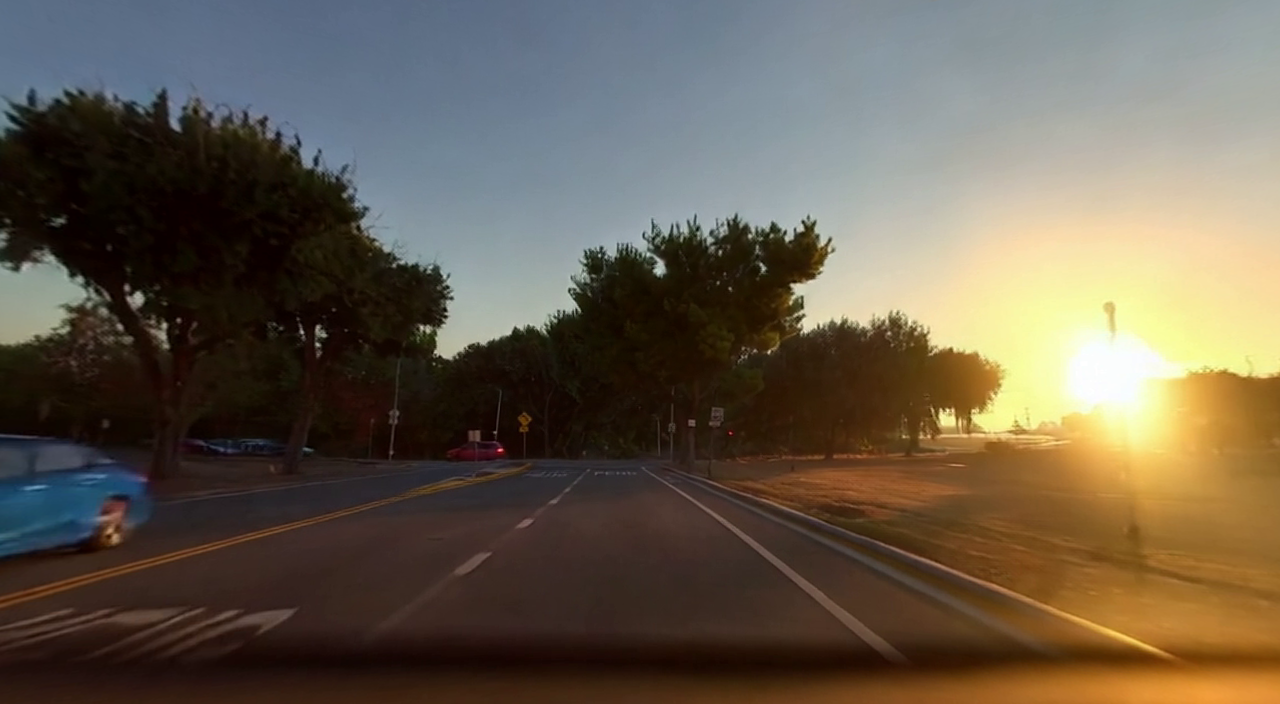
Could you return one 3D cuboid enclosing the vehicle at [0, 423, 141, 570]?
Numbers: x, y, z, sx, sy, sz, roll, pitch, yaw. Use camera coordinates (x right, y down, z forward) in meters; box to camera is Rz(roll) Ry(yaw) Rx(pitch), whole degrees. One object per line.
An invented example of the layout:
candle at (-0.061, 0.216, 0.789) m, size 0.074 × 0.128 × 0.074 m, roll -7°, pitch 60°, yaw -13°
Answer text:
vehicle at (-8.017, 1.526, 6.508) m, size 2.129 × 1.590 × 4.616 m, roll 0°, pitch -9°, yaw -4°
